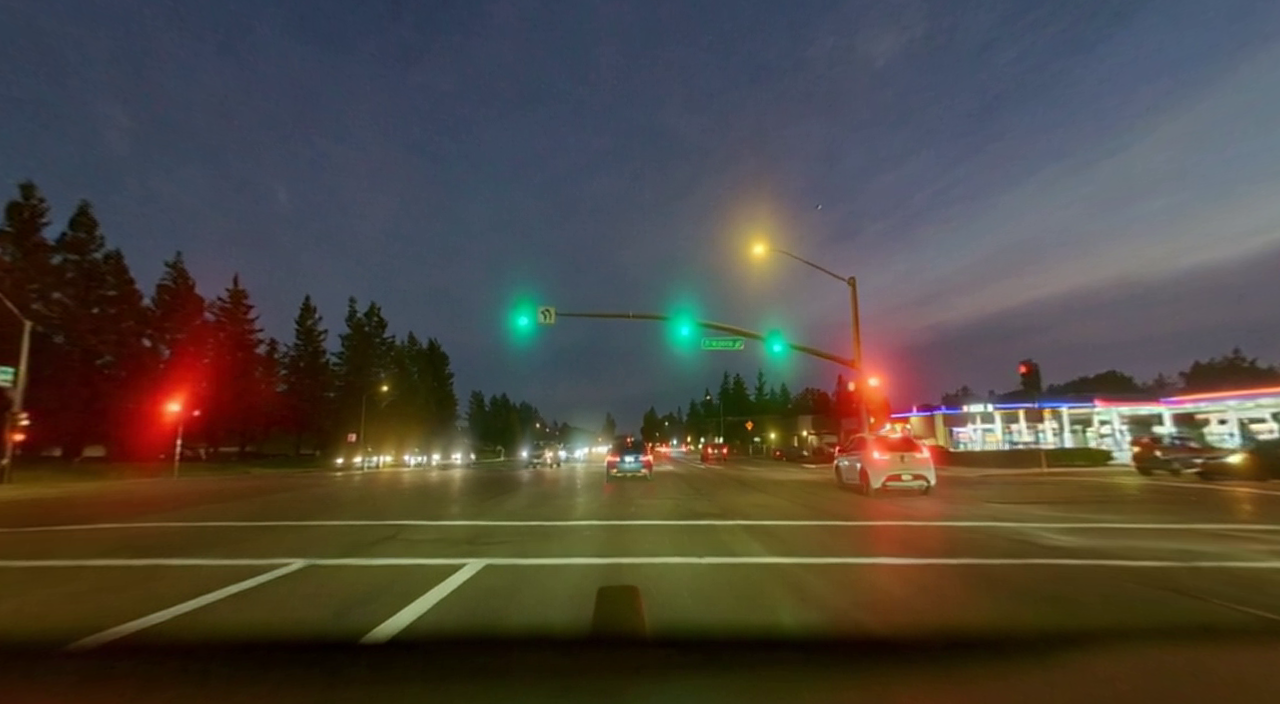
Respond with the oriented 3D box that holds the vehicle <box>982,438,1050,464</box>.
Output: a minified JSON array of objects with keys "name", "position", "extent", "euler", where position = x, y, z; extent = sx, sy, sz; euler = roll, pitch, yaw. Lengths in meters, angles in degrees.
[{"name":"vehicle","position":[25.990,6.829,43.672],"extent":[4.246,1.686,1.910],"euler":[5,-9,-25]}]

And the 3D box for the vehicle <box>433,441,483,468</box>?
[{"name":"vehicle","position":[-11.838,6.694,41.466],"extent":[1.944,1.647,4.395],"euler":[1,-8,0]}]

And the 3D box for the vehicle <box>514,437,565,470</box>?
[{"name":"vehicle","position":[-5.499,5.581,35.021],"extent":[1.990,1.673,4.436],"euler":[0,-8,1]}]

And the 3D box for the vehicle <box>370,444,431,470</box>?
[{"name":"vehicle","position":[-14.874,6.545,39.563],"extent":[2.001,1.463,4.673],"euler":[1,-8,0]}]

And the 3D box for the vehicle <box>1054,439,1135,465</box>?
[{"name":"vehicle","position":[27.658,6.065,38.446],"extent":[4.512,1.468,1.909],"euler":[4,-9,-24]}]

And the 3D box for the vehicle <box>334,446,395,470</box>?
[{"name":"vehicle","position":[-18.104,6.959,41.713],"extent":[2.018,1.472,4.559],"euler":[1,-8,-1]}]

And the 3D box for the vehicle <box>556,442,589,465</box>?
[{"name":"vehicle","position":[-5.262,7.991,49.982],"extent":[2.137,1.685,4.587],"euler":[1,-8,0]}]

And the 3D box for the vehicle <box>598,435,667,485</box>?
[{"name":"vehicle","position":[-0.245,3.508,20.835],"extent":[2.040,1.451,3.736],"euler":[1,-8,-1]}]

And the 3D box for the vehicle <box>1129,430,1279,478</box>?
[{"name":"vehicle","position":[20.125,3.495,21.808],"extent":[4.796,1.488,1.966],"euler":[-1,-9,-1]}]

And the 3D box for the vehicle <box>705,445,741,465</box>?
[{"name":"vehicle","position":[6.471,8.102,49.912],"extent":[2.143,1.508,4.274],"euler":[1,-8,-2]}]

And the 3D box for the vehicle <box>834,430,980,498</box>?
[{"name":"vehicle","position":[6.736,2.864,16.558],"extent":[1.890,1.489,4.396],"euler":[1,-8,0]}]
